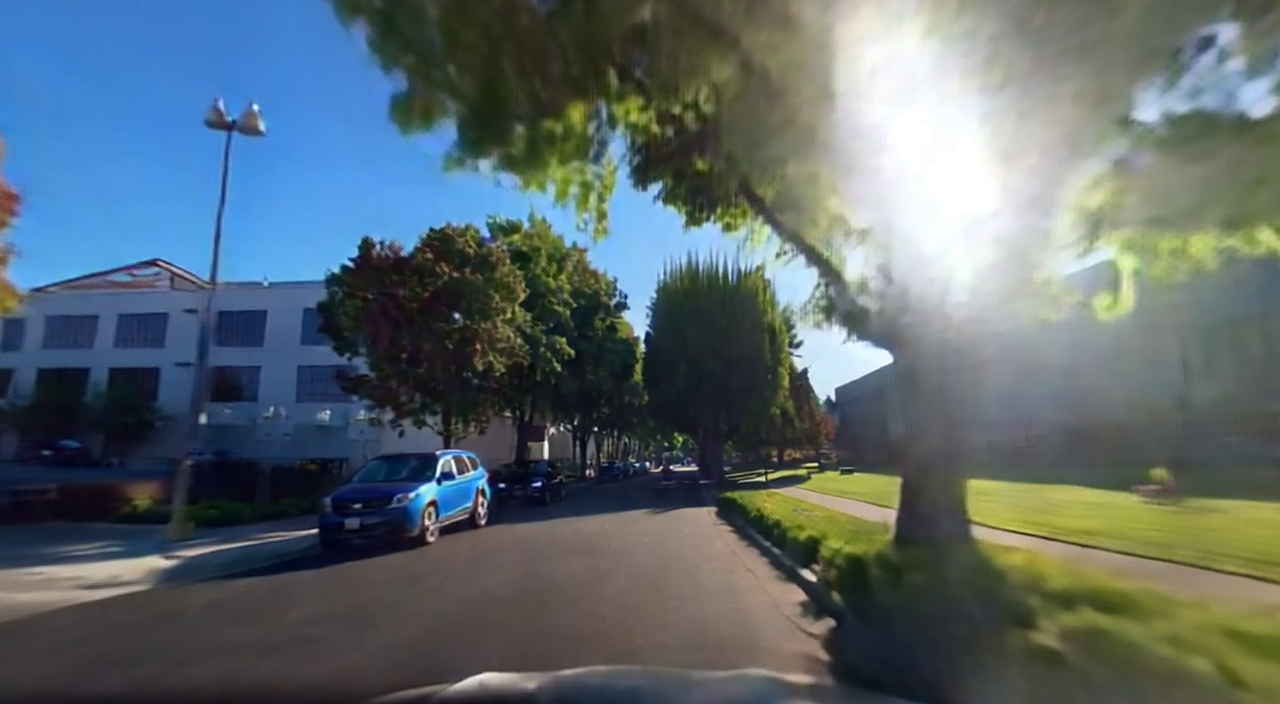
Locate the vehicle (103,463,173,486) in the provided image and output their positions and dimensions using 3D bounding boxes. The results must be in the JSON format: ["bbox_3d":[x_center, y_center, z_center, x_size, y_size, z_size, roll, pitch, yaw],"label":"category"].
[{"bbox_3d":[-31.719,7.747,39.908,1.590,1.392,3.279,0,-11,2],"label":"vehicle"}]

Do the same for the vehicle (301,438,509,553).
[{"bbox_3d":[-4.219,2.677,12.350,2.022,1.776,4.625,-2,-10,4],"label":"vehicle"}]

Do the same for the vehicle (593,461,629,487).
[{"bbox_3d":[-1.915,8.240,42.642,2.011,1.596,3.760,-1,-10,3],"label":"vehicle"}]

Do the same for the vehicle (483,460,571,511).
[{"bbox_3d":[-3.707,4.472,21.471,1.903,1.542,4.115,-2,-10,5],"label":"vehicle"}]

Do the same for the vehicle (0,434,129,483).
[{"bbox_3d":[-39.258,7.346,43.256,2.519,3.043,6.151,0,-10,5],"label":"vehicle"}]

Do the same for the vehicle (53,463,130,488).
[{"bbox_3d":[-34.713,7.819,39.990,1.576,1.410,3.430,1,-10,3],"label":"vehicle"}]
